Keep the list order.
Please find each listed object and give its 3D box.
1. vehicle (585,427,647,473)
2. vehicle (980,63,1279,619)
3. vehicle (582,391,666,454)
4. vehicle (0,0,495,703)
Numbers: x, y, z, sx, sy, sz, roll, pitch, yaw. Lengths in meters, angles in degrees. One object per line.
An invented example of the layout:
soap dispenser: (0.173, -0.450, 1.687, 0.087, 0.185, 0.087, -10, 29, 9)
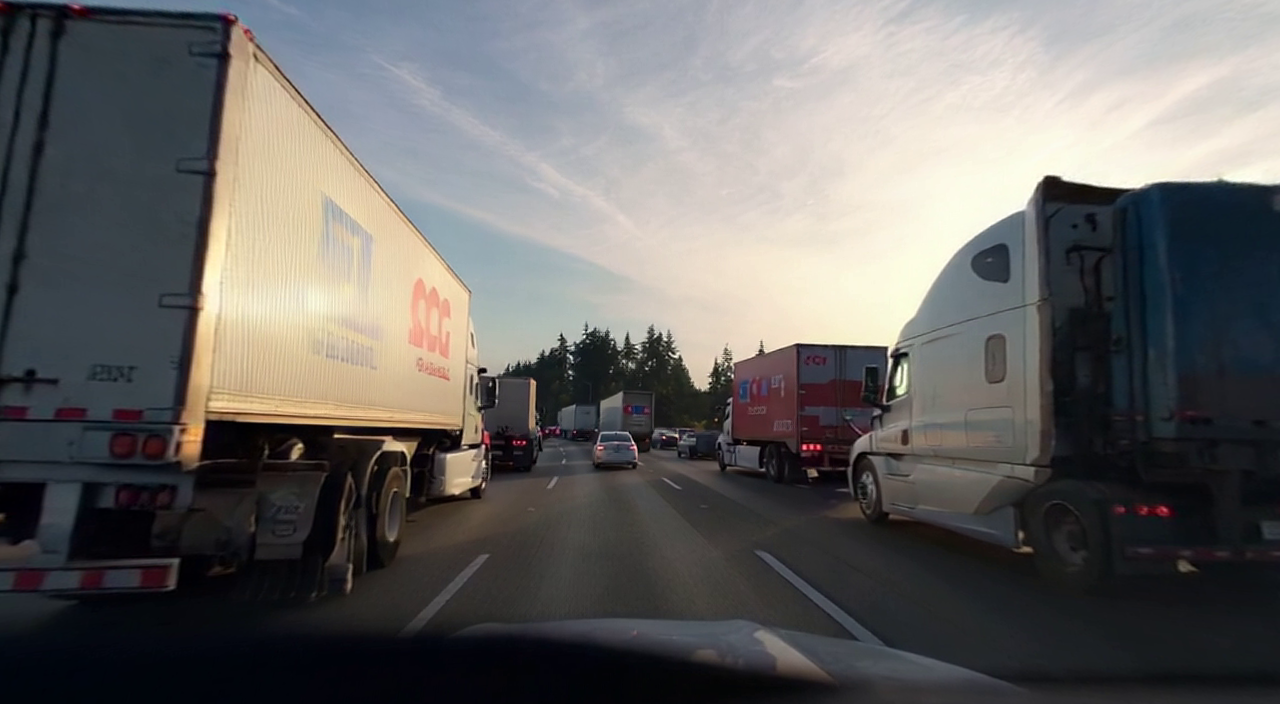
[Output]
vehicle: (-1.005, 3.638, 23.712, 2.060, 1.540, 4.374, 1, -8, -6)
vehicle: (7.836, -0.593, 1.027, 2.820, 4.084, 13.786, 3, -8, -23)
vehicle: (-1.633, 5.527, 47.974, 2.899, 4.112, 13.912, 2, -8, -16)
vehicle: (-3.897, 0.358, 7.150, 2.822, 3.788, 8.799, 0, -8, -3)
